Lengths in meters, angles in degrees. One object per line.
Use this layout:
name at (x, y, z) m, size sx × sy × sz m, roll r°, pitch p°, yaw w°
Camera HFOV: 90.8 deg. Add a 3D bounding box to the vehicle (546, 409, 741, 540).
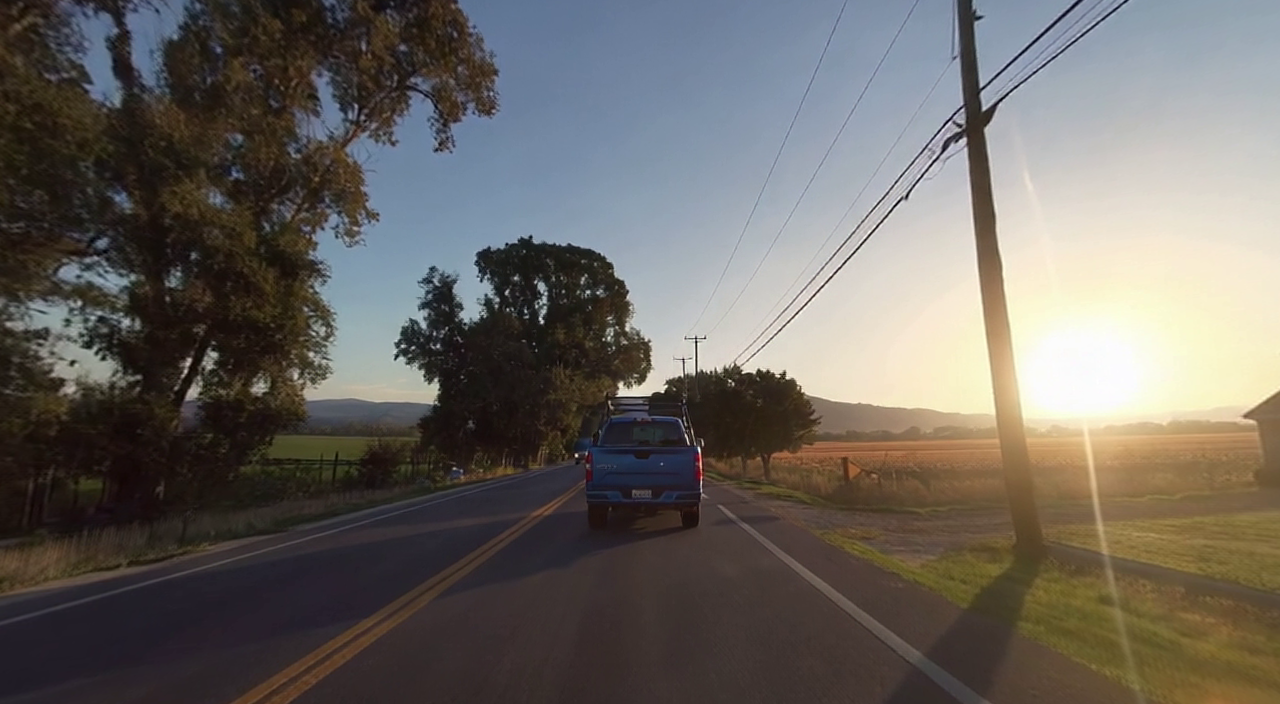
vehicle at (0.018, 2.186, 12.042) m, size 2.774 × 1.861 × 5.885 m, roll 0°, pitch -8°, yaw -1°
